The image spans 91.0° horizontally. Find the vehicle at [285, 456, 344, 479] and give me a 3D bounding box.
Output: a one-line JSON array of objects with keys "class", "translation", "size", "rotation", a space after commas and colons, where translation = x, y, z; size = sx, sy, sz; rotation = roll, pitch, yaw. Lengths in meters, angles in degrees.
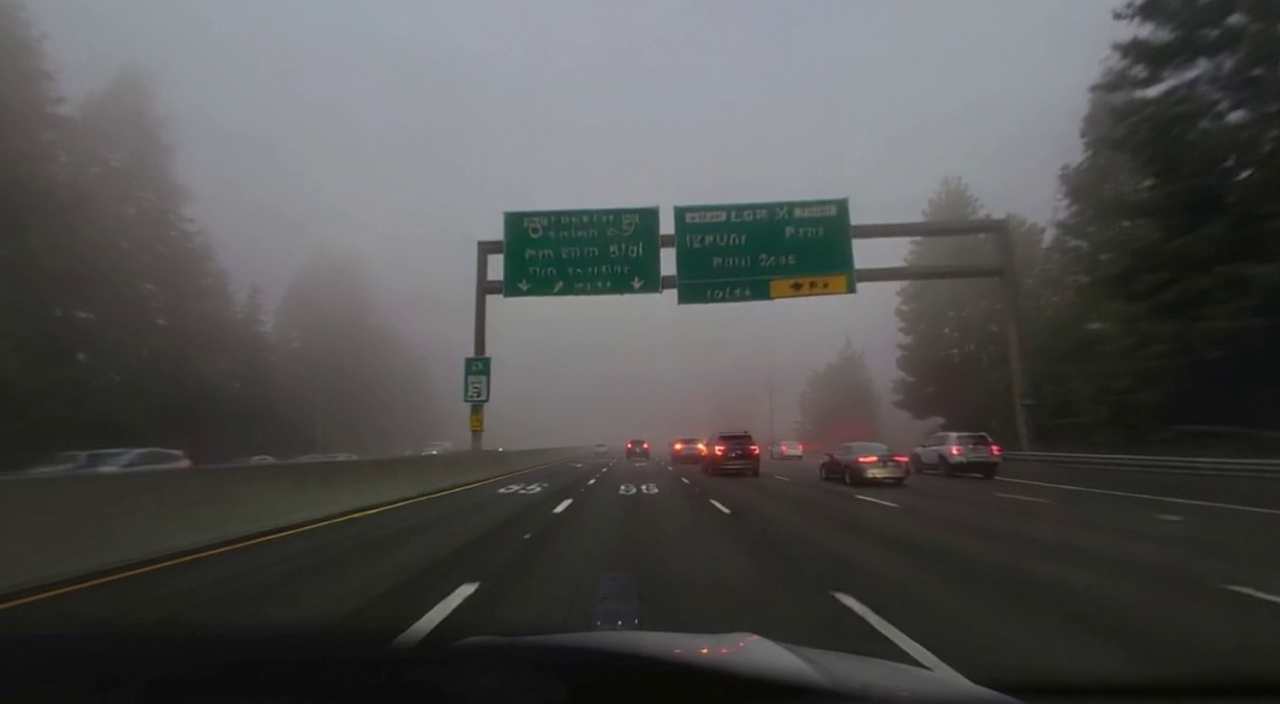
[{"class": "vehicle", "translation": [-23.301, 8.246, 45.194], "size": [1.794, 1.456, 4.630], "rotation": [0, -8, -1]}]

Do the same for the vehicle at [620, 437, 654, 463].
[{"class": "vehicle", "translation": [-0.240, 7.157, 45.979], "size": [2.314, 1.796, 4.254], "rotation": [0, -8, -1]}]

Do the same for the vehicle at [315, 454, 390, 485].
[{"class": "vehicle", "translation": [-15.297, 6.244, 33.796], "size": [1.878, 1.486, 4.580], "rotation": [0, -8, 0]}]

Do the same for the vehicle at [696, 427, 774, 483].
[{"class": "vehicle", "translation": [3.485, 3.894, 24.052], "size": [2.095, 1.886, 4.727], "rotation": [0, -8, -2]}]

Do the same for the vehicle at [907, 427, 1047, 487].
[{"class": "vehicle", "translation": [10.693, 3.366, 20.478], "size": [1.925, 1.708, 4.643], "rotation": [0, -8, -1]}]

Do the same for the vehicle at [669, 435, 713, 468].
[{"class": "vehicle", "translation": [2.984, 6.006, 38.128], "size": [2.152, 1.821, 4.853], "rotation": [0, -8, -1]}]

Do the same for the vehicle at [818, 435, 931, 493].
[{"class": "vehicle", "translation": [6.830, 3.289, 18.800], "size": [1.836, 1.527, 3.783], "rotation": [0, -8, -1]}]

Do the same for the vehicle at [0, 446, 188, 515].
[{"class": "vehicle", "translation": [-18.940, 4.282, 21.775], "size": [2.413, 2.039, 5.671], "rotation": [0, -8, -1]}]

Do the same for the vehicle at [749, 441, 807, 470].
[{"class": "vehicle", "translation": [7.437, 5.595, 34.306], "size": [1.964, 1.475, 4.310], "rotation": [0, -8, -3]}]
